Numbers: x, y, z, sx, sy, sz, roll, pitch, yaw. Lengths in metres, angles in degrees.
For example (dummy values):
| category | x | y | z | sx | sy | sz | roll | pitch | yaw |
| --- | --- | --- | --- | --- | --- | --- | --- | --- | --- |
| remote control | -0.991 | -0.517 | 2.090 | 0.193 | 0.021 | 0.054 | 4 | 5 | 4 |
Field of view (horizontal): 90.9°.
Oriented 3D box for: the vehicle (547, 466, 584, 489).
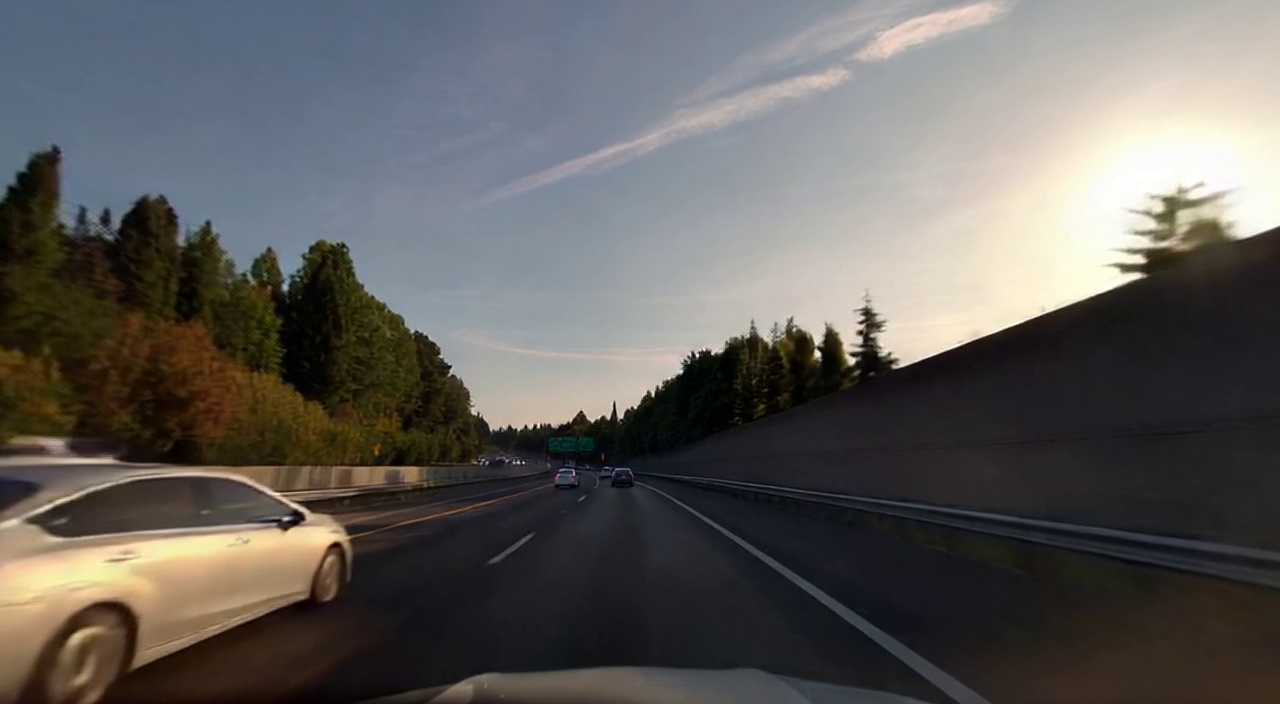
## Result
| category | x | y | z | sx | sy | sz | roll | pitch | yaw |
| --- | --- | --- | --- | --- | --- | --- | --- | --- | --- |
| vehicle | -5.260 | 8.961 | 45.200 | 2.310 | 1.521 | 4.731 | 1 | -11 | -3 |

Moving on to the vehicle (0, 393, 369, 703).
| category | x | y | z | sx | sy | sz | roll | pitch | yaw |
| --- | --- | --- | --- | --- | --- | --- | --- | --- | --- |
| vehicle | -3.786 | 1.121 | 3.503 | 2.328 | 1.559 | 5.041 | 1 | -11 | 0 |
